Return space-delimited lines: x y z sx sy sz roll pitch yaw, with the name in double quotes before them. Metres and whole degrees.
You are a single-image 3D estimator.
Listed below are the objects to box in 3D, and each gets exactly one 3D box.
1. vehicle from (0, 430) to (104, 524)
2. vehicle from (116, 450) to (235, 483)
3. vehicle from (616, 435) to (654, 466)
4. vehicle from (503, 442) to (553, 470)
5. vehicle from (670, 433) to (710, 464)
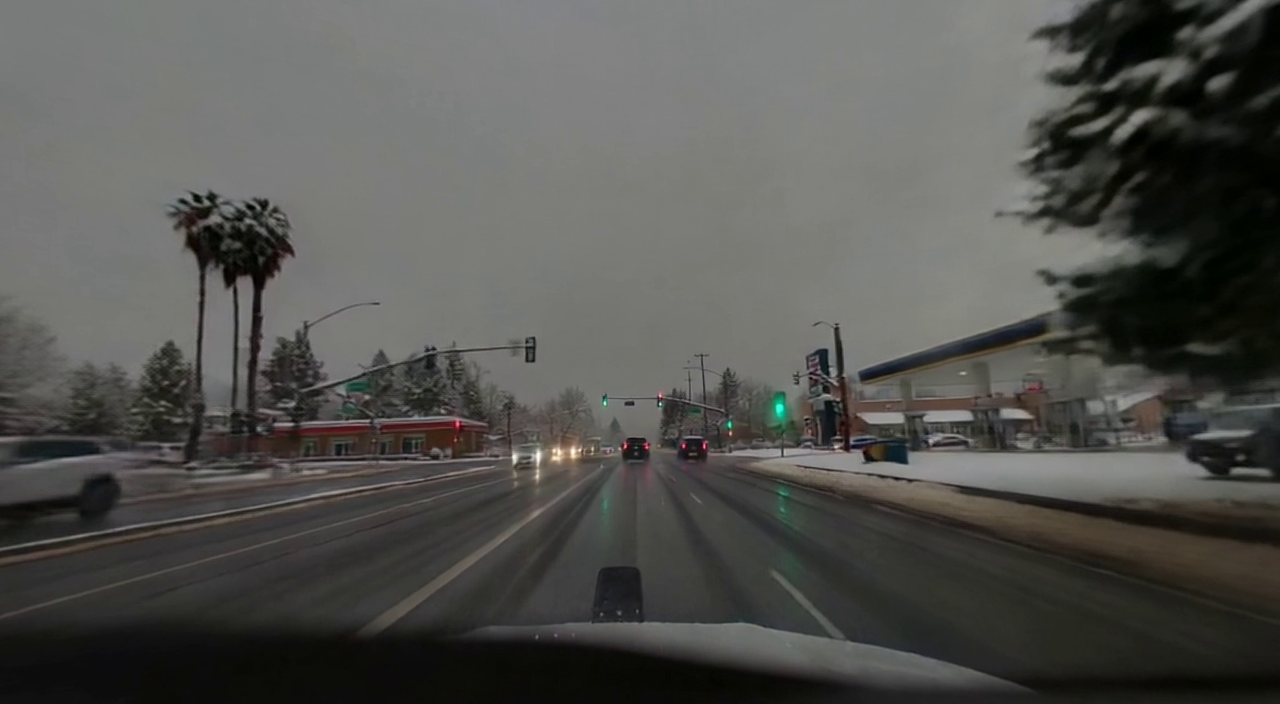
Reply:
"vehicle" -13.297 2.396 12.079 2.111 1.791 4.542 0 -8 -1
"vehicle" -22.099 5.414 30.174 4.469 1.459 1.972 -2 -8 10
"vehicle" -0.310 5.960 38.401 2.177 1.754 3.815 0 -8 0
"vehicle" -6.252 5.826 35.823 1.979 1.480 4.553 0 -8 1
"vehicle" 3.230 6.367 41.988 2.190 1.913 5.174 0 -8 -1
